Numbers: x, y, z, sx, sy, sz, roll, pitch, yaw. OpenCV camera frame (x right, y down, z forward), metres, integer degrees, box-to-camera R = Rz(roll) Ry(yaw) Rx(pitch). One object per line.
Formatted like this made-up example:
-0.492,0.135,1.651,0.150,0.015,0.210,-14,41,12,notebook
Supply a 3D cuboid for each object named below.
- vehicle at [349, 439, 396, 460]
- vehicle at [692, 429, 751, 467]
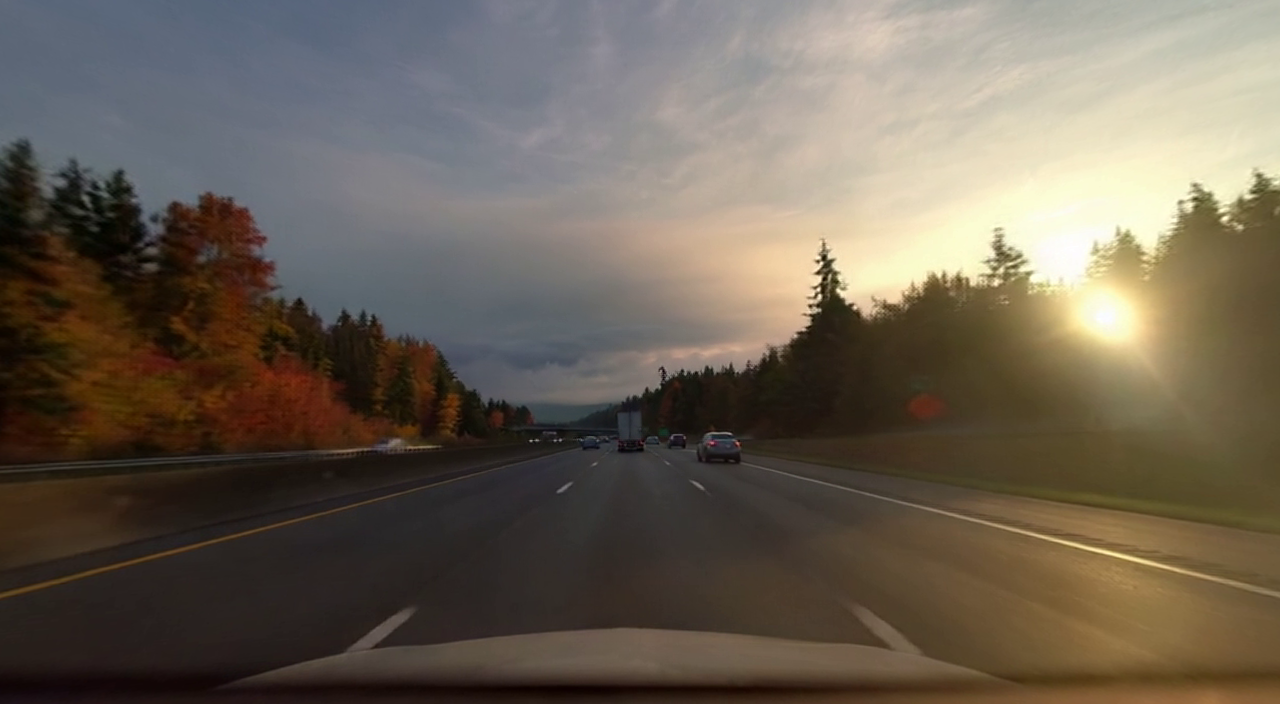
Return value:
-20.730,7.572,48.892,1.834,1.514,4.187,0,-8,0,vehicle
3.423,4.124,27.152,1.882,1.492,3.958,0,-8,-2,vehicle
